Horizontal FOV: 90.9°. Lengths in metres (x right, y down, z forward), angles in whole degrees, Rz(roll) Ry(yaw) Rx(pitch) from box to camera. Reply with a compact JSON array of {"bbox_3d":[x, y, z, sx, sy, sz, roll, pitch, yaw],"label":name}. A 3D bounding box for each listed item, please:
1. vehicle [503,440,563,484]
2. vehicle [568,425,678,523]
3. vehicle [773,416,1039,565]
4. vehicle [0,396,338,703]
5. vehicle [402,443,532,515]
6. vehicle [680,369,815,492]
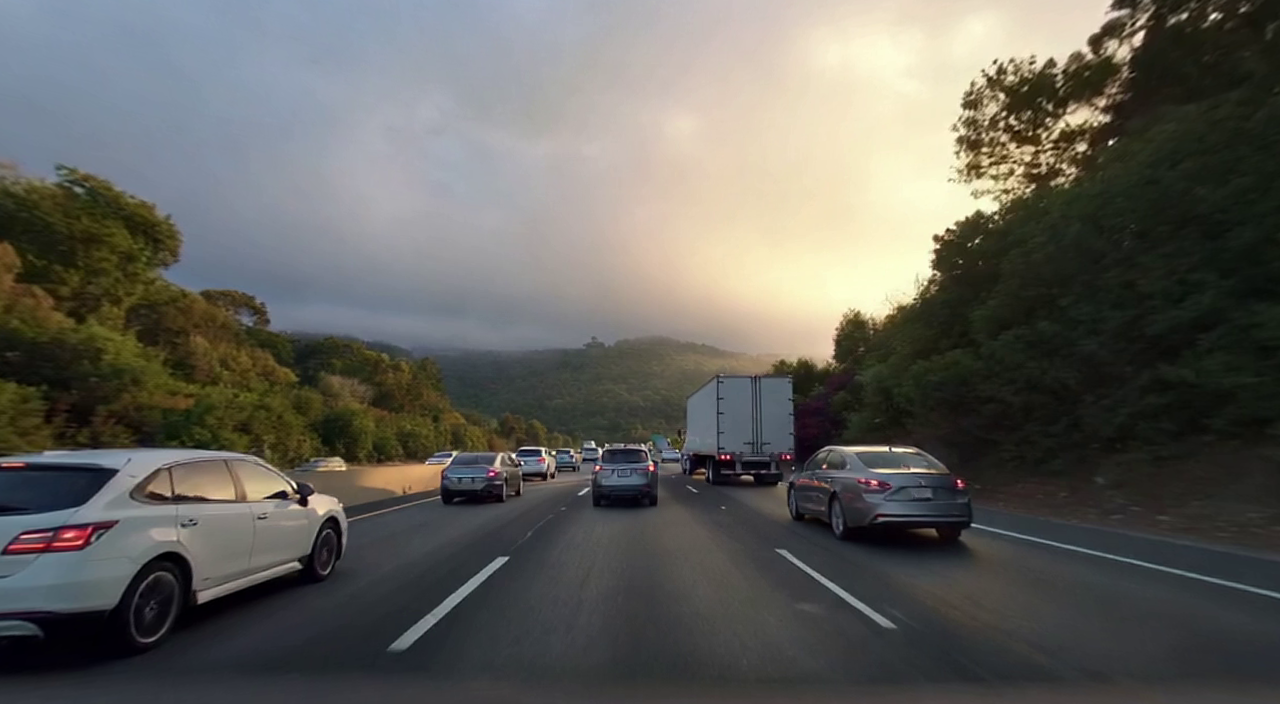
[{"bbox_3d":[-4.655,4.856,28.000,1.959,1.808,3.790,0,-9,1],"label":"vehicle"},{"bbox_3d":[-0.324,2.599,13.866,2.037,1.792,4.194,0,-9,0],"label":"vehicle"},{"bbox_3d":[3.672,2.009,9.906,2.076,1.751,4.666,0,-9,-1],"label":"vehicle"},{"bbox_3d":[-4.290,1.309,5.012,1.789,1.620,3.841,0,-9,1],"label":"vehicle"},{"bbox_3d":[-4.034,3.031,15.534,1.923,1.503,4.293,0,-9,1],"label":"vehicle"},{"bbox_3d":[4.098,3.807,28.976,3.186,4.111,15.553,0,-9,-1],"label":"vehicle"}]
